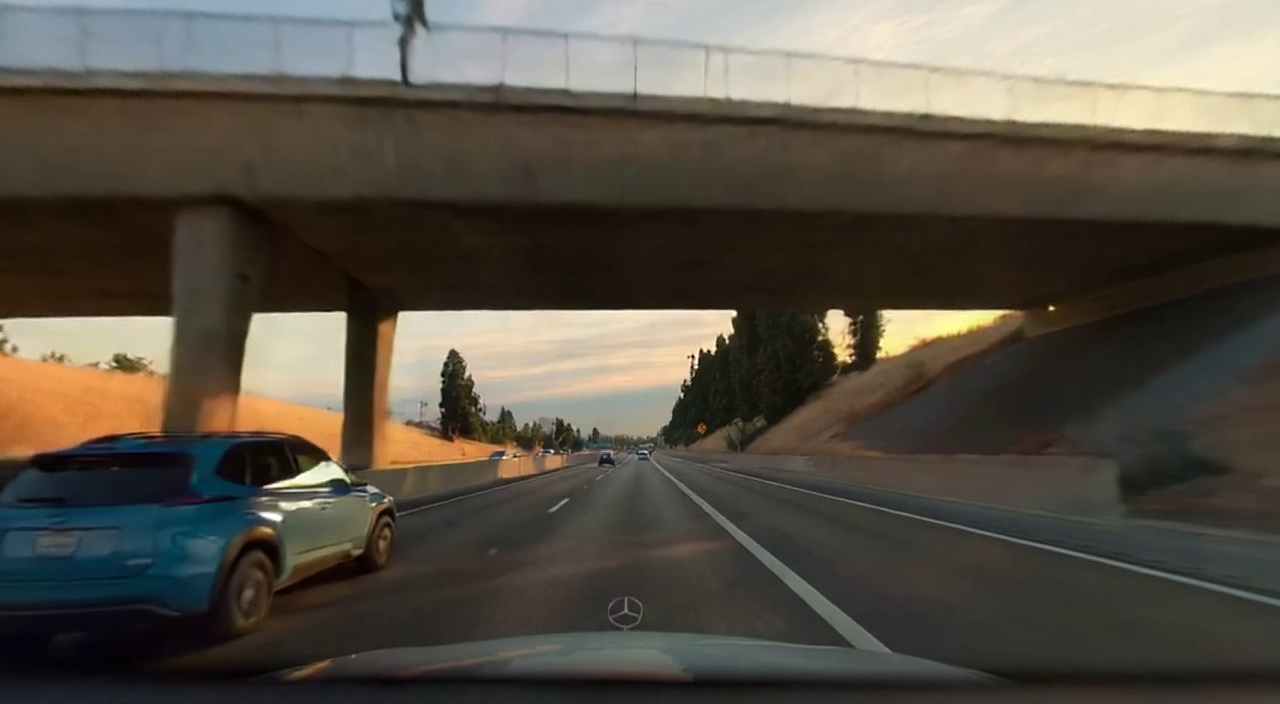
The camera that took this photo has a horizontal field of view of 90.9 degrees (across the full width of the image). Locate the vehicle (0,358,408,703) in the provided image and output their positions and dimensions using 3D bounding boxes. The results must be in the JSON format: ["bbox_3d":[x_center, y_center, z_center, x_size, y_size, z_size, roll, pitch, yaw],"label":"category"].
[{"bbox_3d":[-3.432,1.080,3.716,2.274,1.628,4.807,0,-9,0],"label":"vehicle"}]
